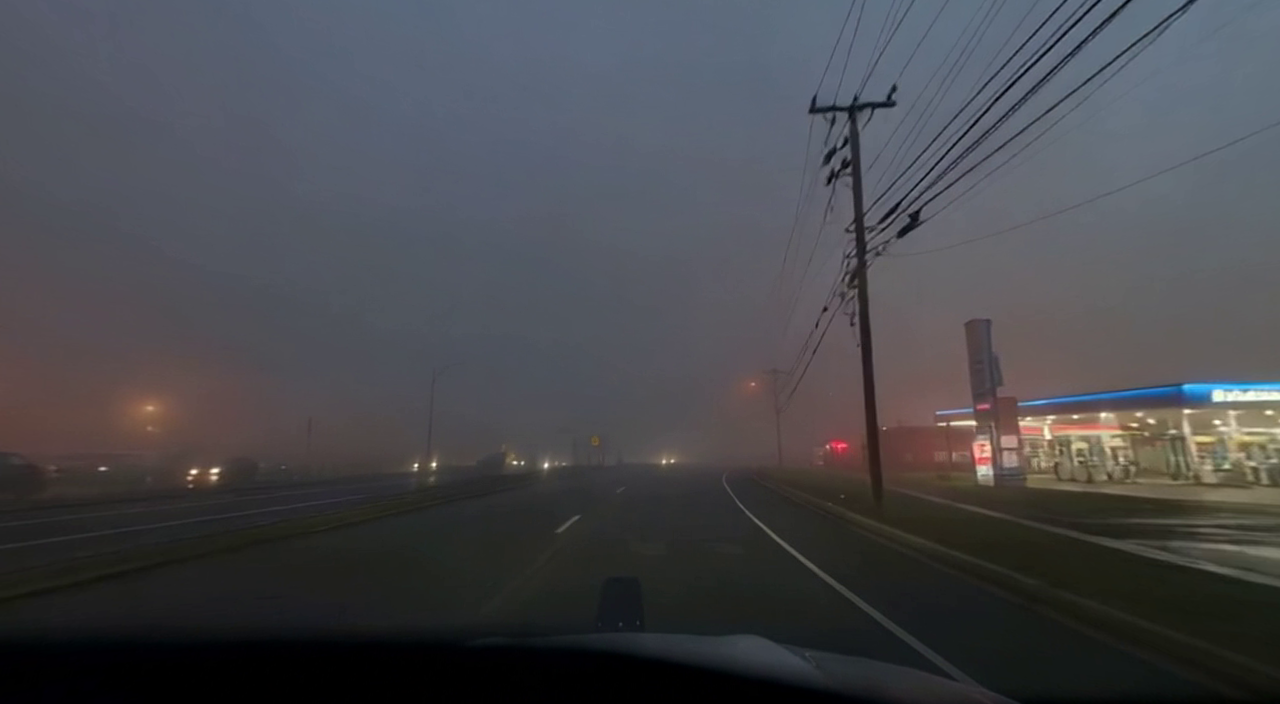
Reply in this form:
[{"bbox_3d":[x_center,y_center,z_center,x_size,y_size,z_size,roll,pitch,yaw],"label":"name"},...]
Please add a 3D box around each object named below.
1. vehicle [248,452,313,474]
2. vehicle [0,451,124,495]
[{"bbox_3d":[-28.380,8.774,49.737,4.288,1.617,1.916,-2,-9,16],"label":"vehicle"},{"bbox_3d":[-22.649,4.632,24.415,4.147,1.562,1.805,-2,-9,13],"label":"vehicle"}]
